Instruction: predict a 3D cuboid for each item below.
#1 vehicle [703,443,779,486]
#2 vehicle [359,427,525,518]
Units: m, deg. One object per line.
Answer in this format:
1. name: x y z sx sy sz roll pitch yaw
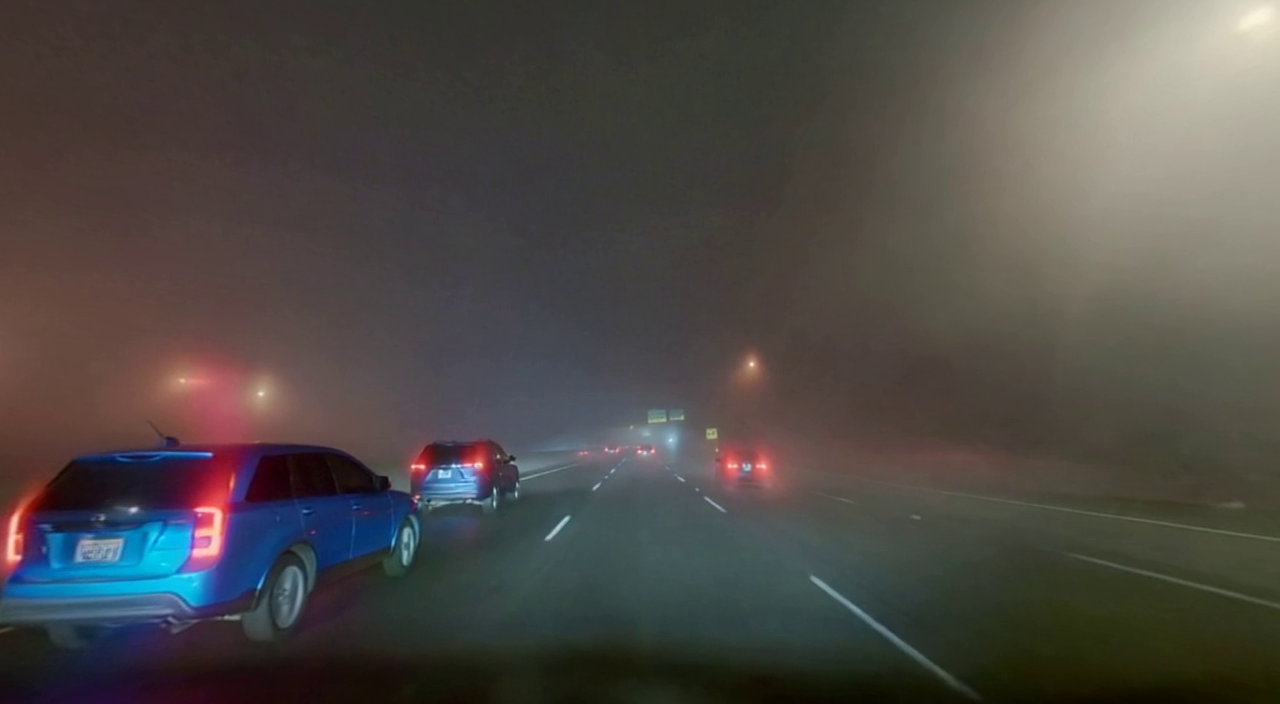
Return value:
1. vehicle: 3.693 4.174 23.886 2.083 1.453 4.307 0 -8 -1
2. vehicle: -3.995 2.495 13.611 2.193 1.641 4.077 0 -8 1
